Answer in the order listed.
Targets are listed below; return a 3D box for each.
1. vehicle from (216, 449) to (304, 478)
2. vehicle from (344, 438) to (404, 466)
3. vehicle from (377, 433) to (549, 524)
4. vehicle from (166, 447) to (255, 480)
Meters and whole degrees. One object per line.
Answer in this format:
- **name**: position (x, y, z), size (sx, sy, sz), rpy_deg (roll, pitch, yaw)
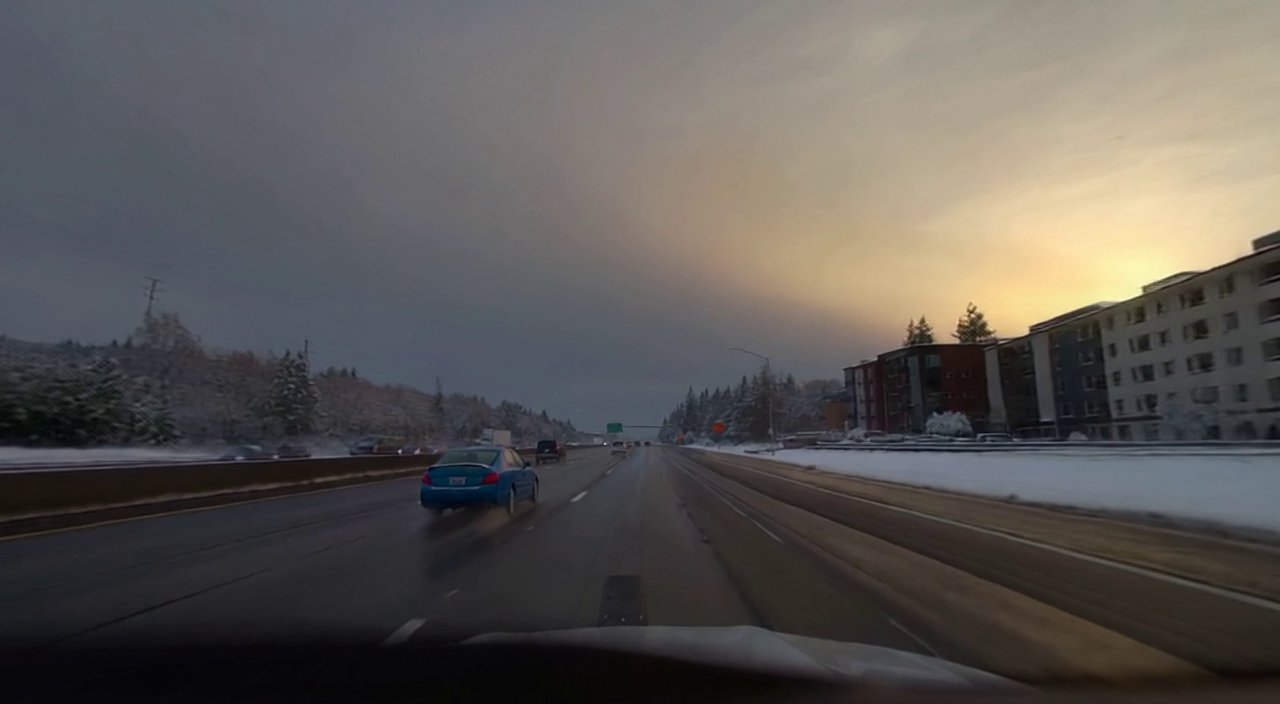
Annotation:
- **vehicle**: position (-21.162, 6.204, 35.367), size (1.898, 1.481, 4.682), rpy_deg (0, -8, 1)
- **vehicle**: position (-20.847, 7.833, 49.699), size (2.160, 2.020, 5.622), rpy_deg (0, -8, 1)
- **vehicle**: position (-3.475, 2.596, 13.613), size (2.144, 1.565, 4.951), rpy_deg (0, -8, 2)
- **vehicle**: position (-24.261, 6.281, 35.854), size (1.962, 1.683, 4.387), rpy_deg (0, -8, 0)
